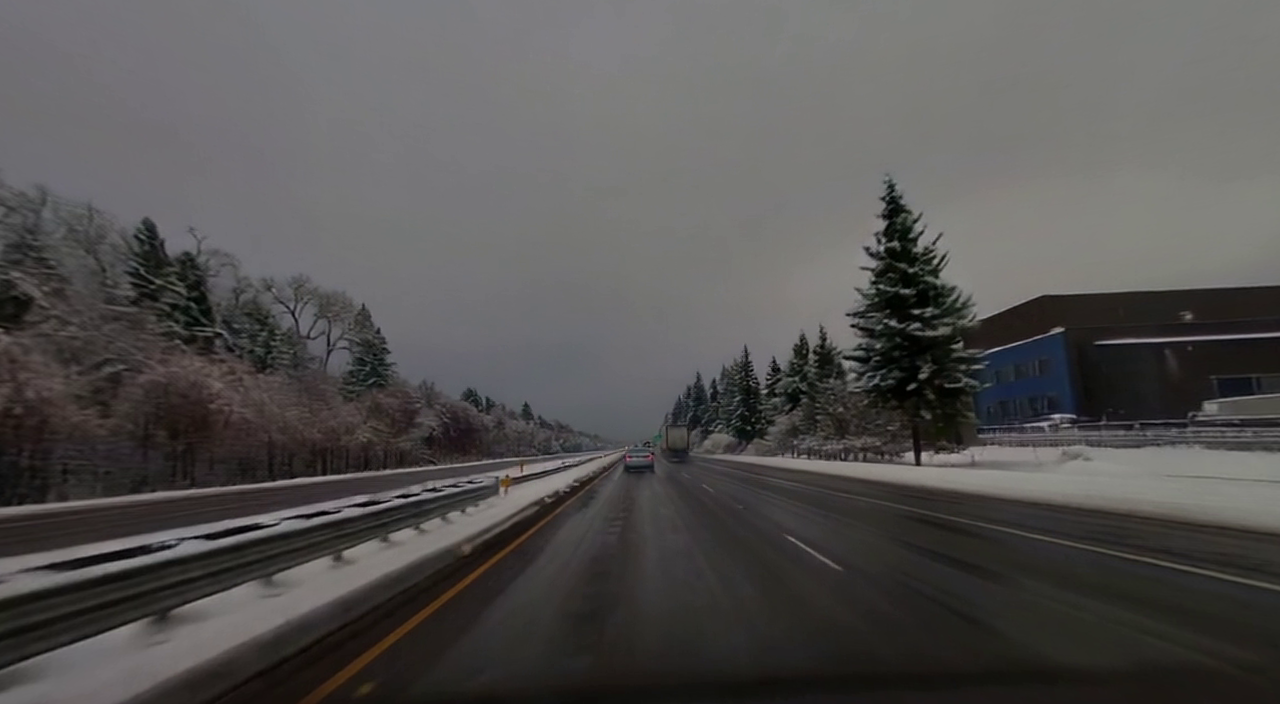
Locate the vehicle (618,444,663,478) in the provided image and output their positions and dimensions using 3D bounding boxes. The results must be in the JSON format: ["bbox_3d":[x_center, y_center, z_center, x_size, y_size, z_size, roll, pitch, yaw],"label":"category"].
[{"bbox_3d":[0.019,5.287,30.732,2.045,1.527,4.023,0,-9,0],"label":"vehicle"}]
